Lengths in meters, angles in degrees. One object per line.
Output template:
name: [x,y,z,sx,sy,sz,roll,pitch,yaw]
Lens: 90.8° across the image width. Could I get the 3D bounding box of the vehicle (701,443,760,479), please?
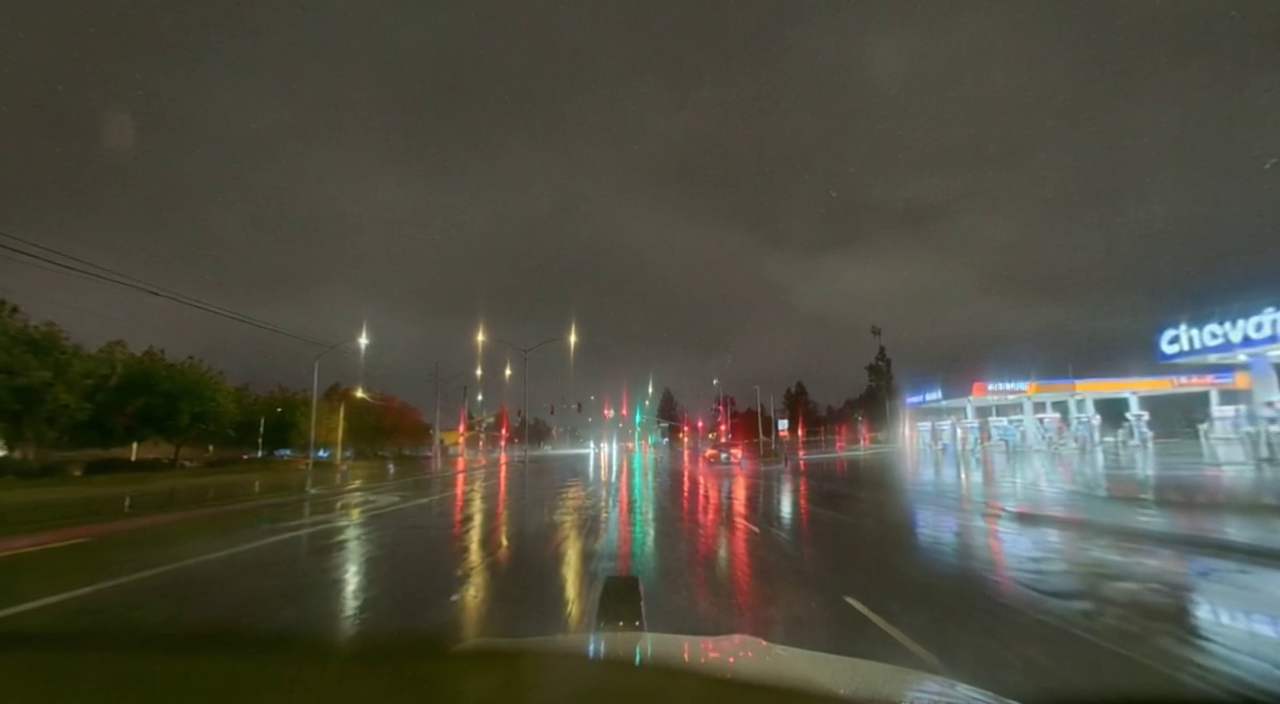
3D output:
vehicle: [3.995,4.902,28.786,2.113,1.470,4.867,0,-8,2]
